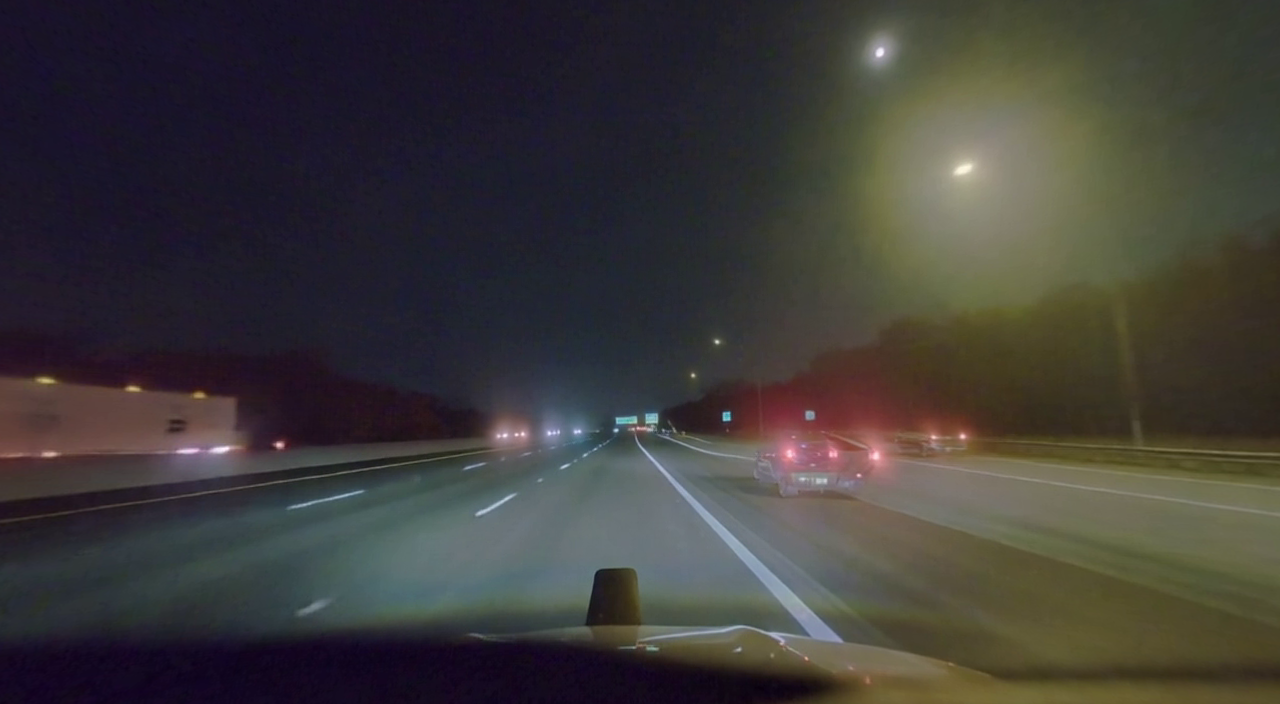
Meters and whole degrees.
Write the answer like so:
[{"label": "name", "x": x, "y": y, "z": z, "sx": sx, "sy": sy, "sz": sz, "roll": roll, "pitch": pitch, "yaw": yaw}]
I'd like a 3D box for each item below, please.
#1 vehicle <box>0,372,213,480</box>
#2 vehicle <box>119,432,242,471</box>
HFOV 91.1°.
[{"label": "vehicle", "x": -24.178, "y": 3.288, "z": 27.163, "sx": 2.823, "sy": 3.783, "sz": 12.551, "roll": 0, "pitch": -8, "yaw": -1}, {"label": "vehicle", "x": -19.610, "y": 4.230, "z": 27.111, "sx": 2.006, "sy": 1.532, "sz": 4.335, "roll": 0, "pitch": -8, "yaw": 0}]
